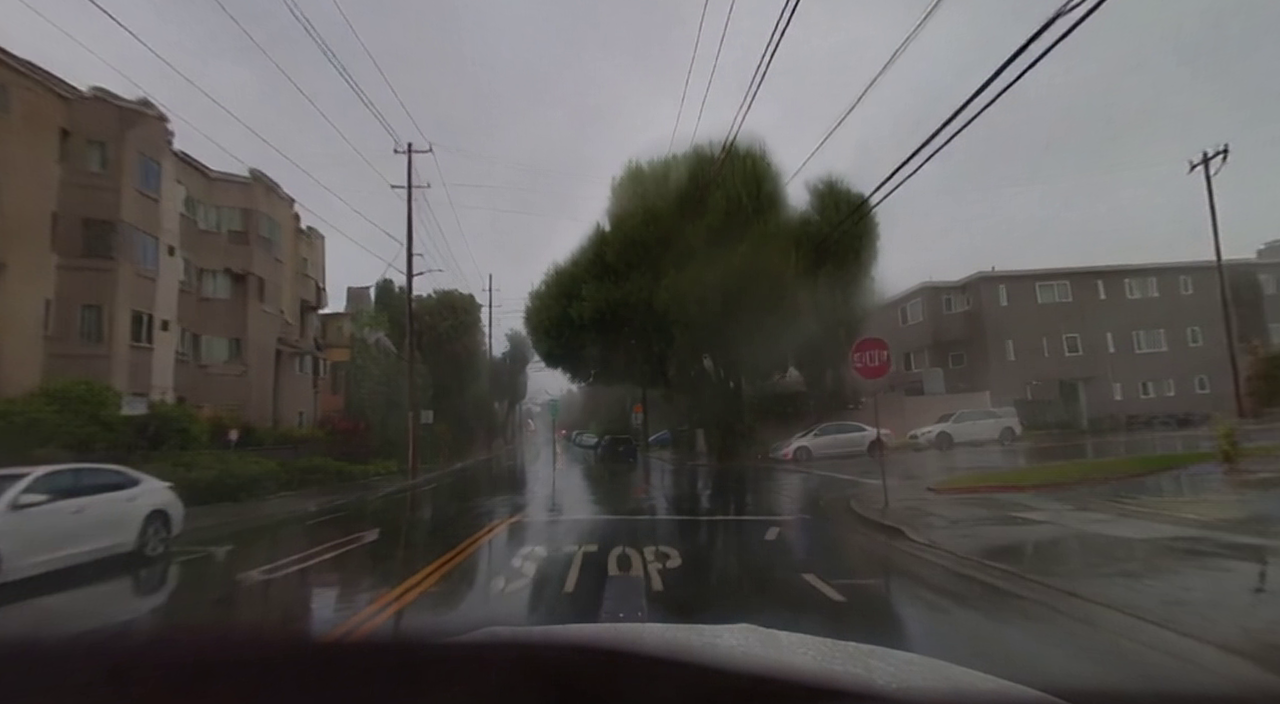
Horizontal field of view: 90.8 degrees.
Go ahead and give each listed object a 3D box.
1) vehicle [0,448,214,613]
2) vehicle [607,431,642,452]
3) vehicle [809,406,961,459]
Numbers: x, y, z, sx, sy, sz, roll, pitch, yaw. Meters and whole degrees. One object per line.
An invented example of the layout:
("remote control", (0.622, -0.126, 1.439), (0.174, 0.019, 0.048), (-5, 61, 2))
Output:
("vehicle", (-7.072, 1.891, 6.867), (1.922, 1.505, 4.502), (-3, -8, -2))
("vehicle", (-1.190, 6.673, 46.883), (1.918, 1.475, 4.060), (2, -9, -12))
("vehicle", (9.102, 3.055, 23.772), (4.790, 1.872, 2.155), (1, -9, -4))
